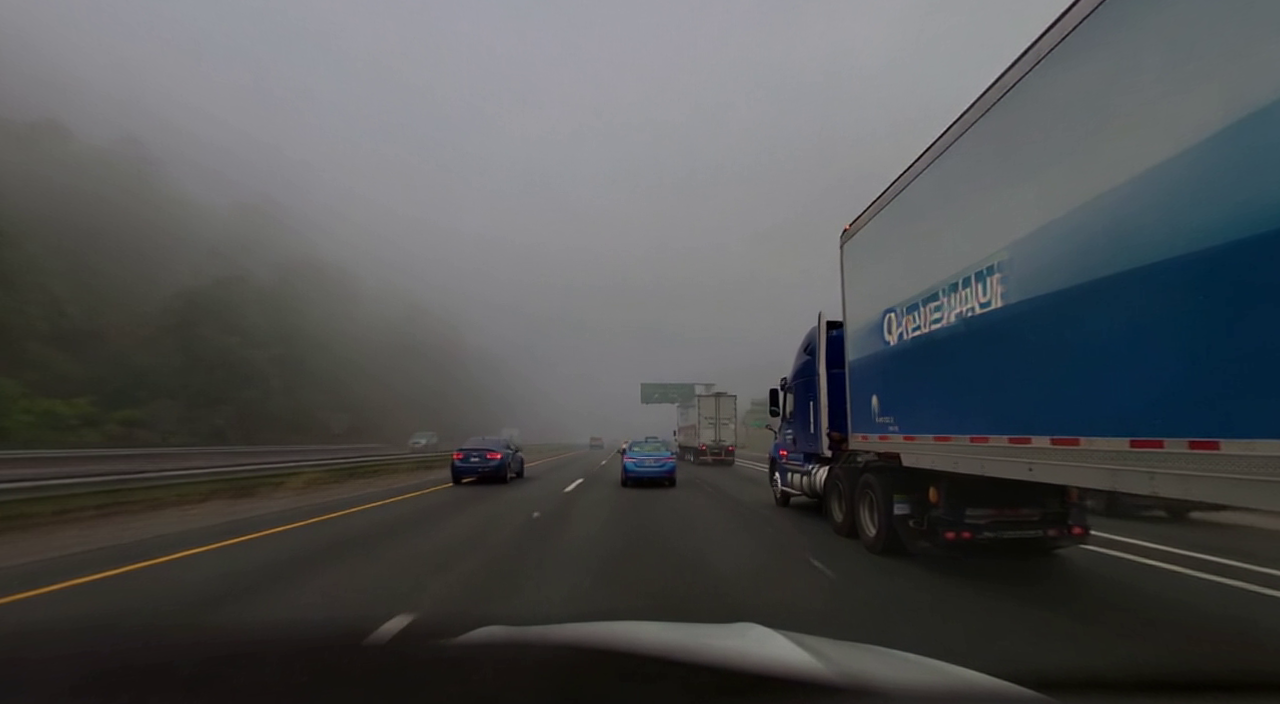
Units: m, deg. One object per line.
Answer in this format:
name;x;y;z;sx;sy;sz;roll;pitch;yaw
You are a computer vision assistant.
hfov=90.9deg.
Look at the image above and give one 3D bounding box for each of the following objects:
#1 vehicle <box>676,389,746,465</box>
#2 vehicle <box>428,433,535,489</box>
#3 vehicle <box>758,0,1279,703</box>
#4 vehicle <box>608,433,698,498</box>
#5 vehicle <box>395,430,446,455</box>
vehicle;4.194;4.928;40.782;2.869;4.067;13.731;0;-8;0
vehicle;-4.548;3.186;18.890;2.048;1.452;4.430;0;-8;0
vehicle;4.239;0.252;7.060;2.816;4.070;14.136;0;-8;-1
vehicle;0.281;2.802;16.038;2.021;1.435;3.611;0;-8;0
vehicle;-17.070;7.085;49.262;2.037;1.840;4.691;0;-8;3
